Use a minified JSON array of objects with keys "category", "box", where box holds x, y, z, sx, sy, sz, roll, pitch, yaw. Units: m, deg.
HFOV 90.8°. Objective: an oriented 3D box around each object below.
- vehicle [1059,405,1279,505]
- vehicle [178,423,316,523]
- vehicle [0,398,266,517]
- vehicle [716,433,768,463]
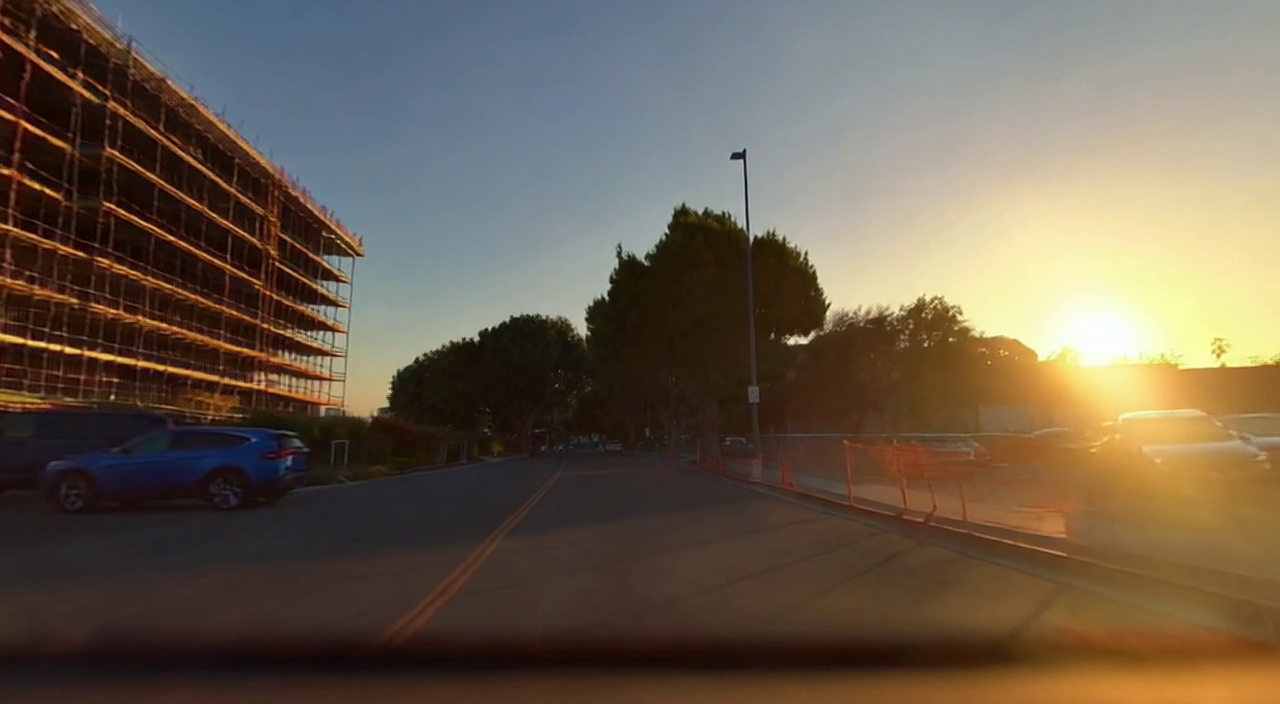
[{"category":"vehicle","box":[11.302,1.991,12.344,4.709,1.745,2.141,1,-8,-4]},{"category":"vehicle","box":[-9.013,2.727,14.748,1.515,2.074,2.668,0,-7,-3]},{"category":"vehicle","box":[-14.467,2.745,16.724,7.067,2.785,2.980,2,-8,-11]},{"category":"vehicle","box":[6.857,6.562,43.236,2.267,1.911,5.816,1,-8,-4]}]
